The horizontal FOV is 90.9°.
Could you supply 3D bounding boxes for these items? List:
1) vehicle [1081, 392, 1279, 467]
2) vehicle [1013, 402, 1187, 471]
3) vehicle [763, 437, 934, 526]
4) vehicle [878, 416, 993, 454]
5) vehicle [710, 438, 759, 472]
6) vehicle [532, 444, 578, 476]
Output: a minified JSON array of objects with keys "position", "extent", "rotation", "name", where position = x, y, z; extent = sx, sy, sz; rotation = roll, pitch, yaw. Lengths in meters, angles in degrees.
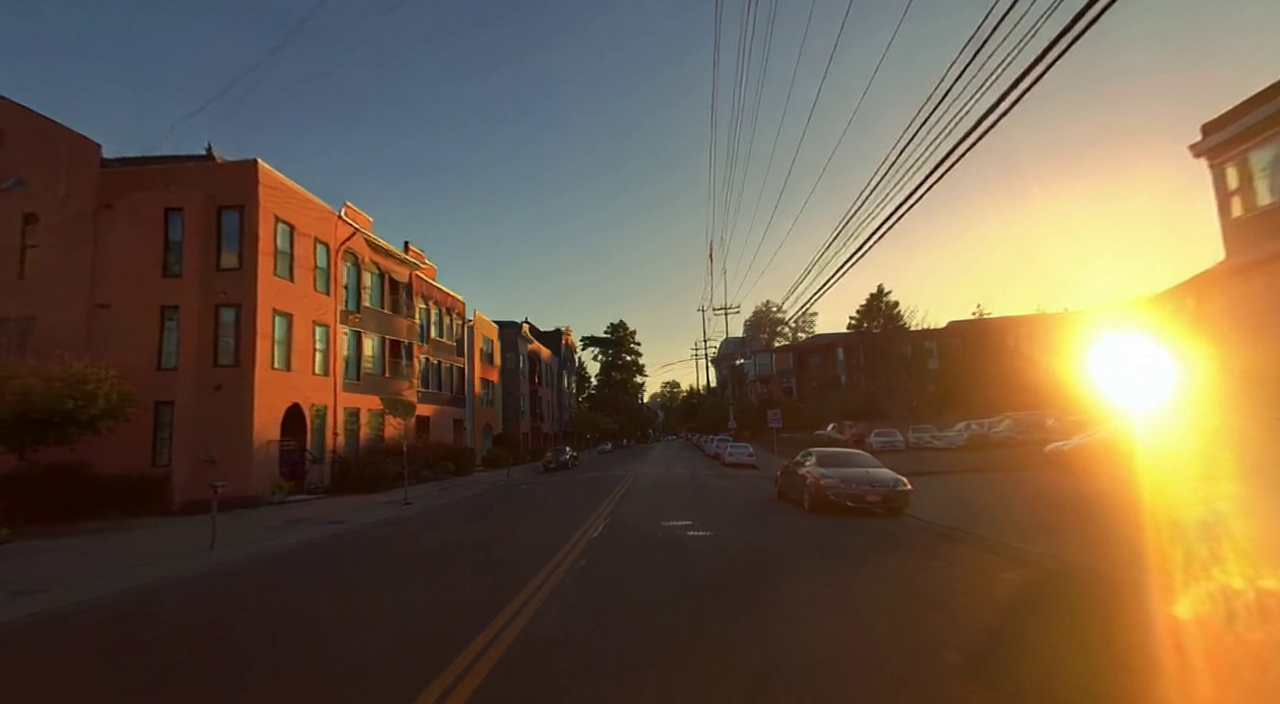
[{"position":[13.278,1.929,15.416],"extent":[1.997,1.546,4.370],"rotation":[-1,-8,4],"name":"vehicle"},{"position":[11.092,2.099,15.556],"extent":[1.801,1.491,3.488],"rotation":[-1,-8,5],"name":"vehicle"},{"position":[3.912,2.482,12.844],"extent":[1.928,1.440,4.738],"rotation":[0,-8,1],"name":"vehicle"},{"position":[14.008,4.022,30.210],"extent":[1.897,1.659,4.648],"rotation":[4,-9,-28],"name":"vehicle"},{"position":[4.682,5.173,31.821],"extent":[1.914,1.591,3.892],"rotation":[0,-8,1],"name":"vehicle"},{"position":[-4.833,6.181,36.433],"extent":[1.913,1.672,4.267],"rotation":[-1,-8,2],"name":"vehicle"}]
